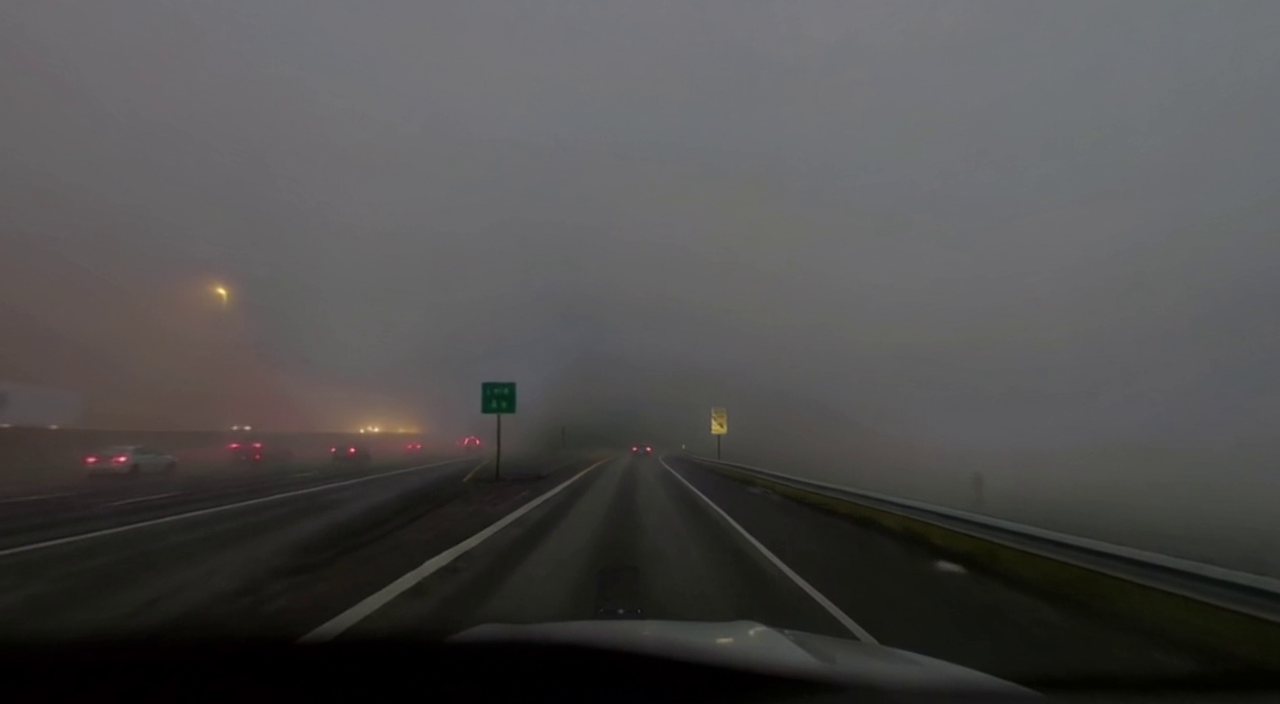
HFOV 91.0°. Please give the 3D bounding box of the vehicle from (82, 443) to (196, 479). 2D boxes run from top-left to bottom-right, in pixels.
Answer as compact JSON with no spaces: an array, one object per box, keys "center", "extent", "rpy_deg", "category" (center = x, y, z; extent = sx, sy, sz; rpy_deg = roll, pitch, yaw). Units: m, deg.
[{"center":[-27.406,5.947,34.752],"extent":[2.220,1.806,5.471],"rpy_deg":[1,-8,-6],"category":"vehicle"}]
